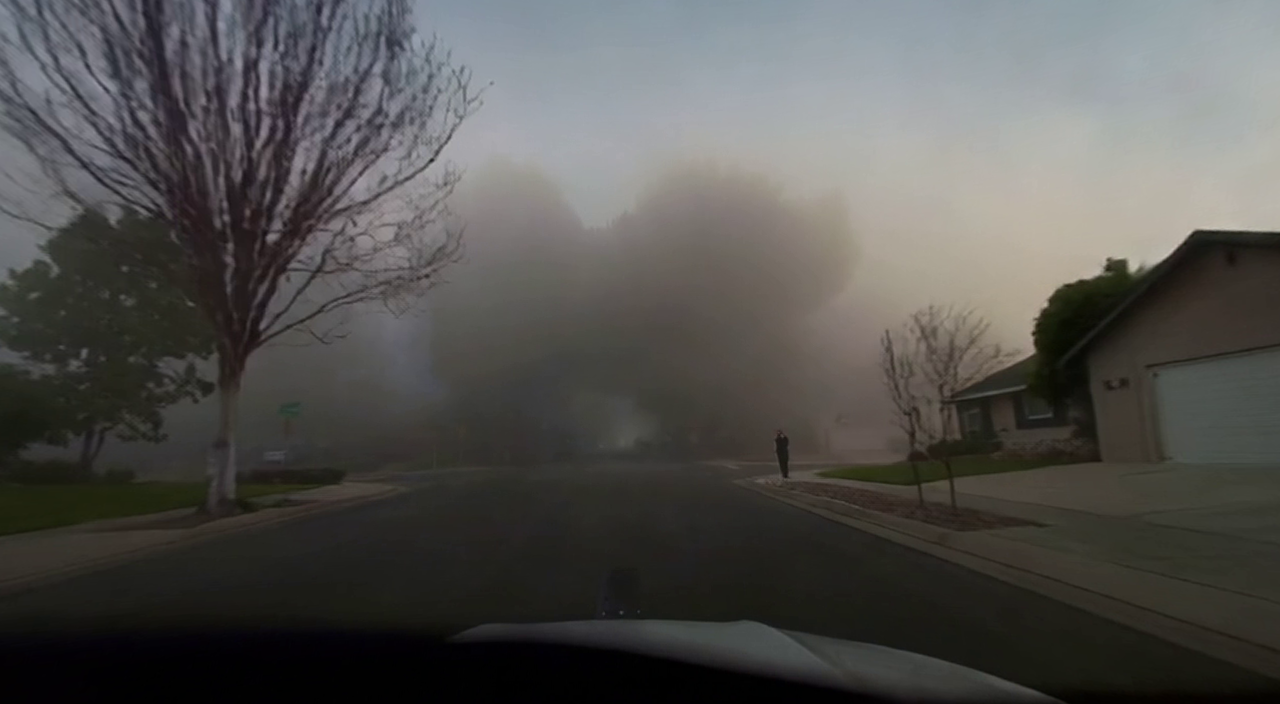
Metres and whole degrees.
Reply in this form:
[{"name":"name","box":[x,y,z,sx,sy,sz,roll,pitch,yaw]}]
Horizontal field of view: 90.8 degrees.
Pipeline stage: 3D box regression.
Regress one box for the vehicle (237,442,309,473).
[{"name":"vehicle","box":[-25.429,7.346,43.967,2.004,1.856,4.934,-4,-9,1]}]
